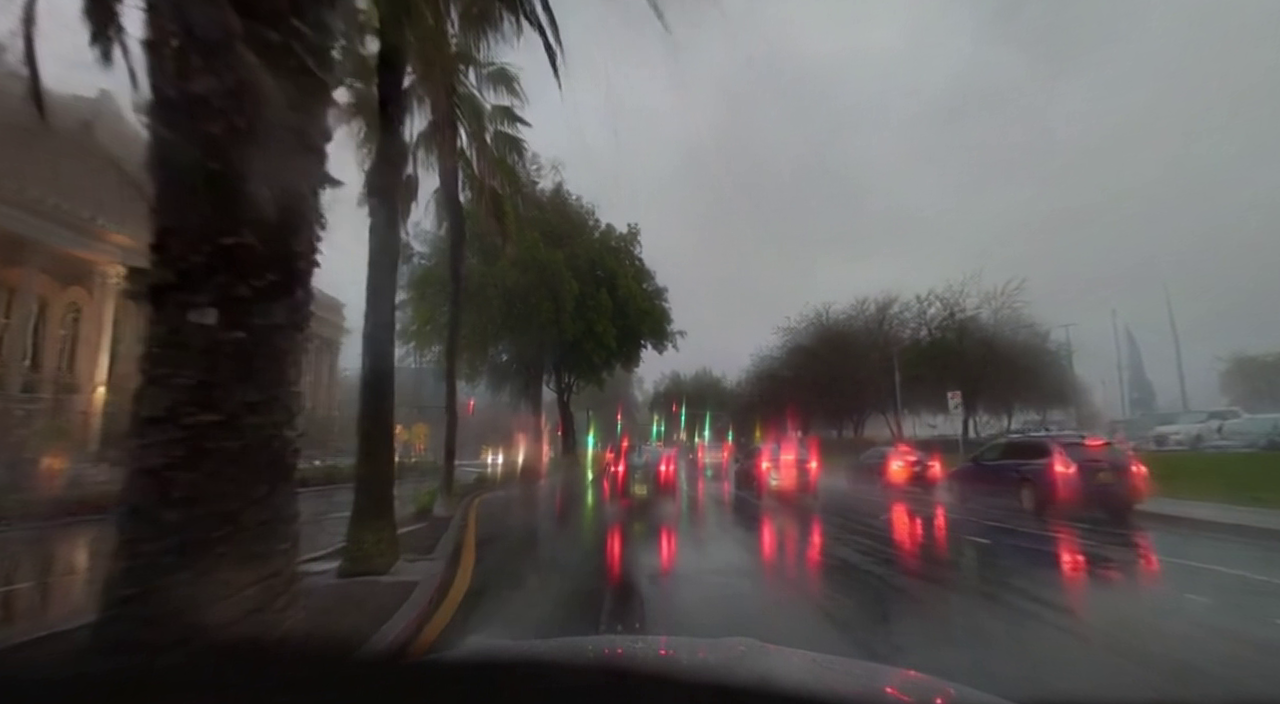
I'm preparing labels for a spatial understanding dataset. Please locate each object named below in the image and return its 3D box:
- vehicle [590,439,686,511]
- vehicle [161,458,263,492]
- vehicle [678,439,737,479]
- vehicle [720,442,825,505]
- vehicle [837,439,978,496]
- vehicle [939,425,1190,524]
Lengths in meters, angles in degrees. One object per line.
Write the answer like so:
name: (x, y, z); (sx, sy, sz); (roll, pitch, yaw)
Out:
vehicle: (-0.088, 2.898, 15.421); (2.050, 1.521, 3.747); (0, -8, -1)
vehicle: (-21.012, 6.020, 31.310); (1.856, 1.429, 4.672); (0, -8, -1)
vehicle: (3.408, 5.572, 33.511); (2.127, 1.854, 7.971); (0, -8, -1)
vehicle: (3.396, 3.184, 17.051); (1.833, 1.465, 4.258); (0, -8, -1)
vehicle: (8.182, 3.544, 19.966); (1.970, 1.559, 4.911); (0, -8, -5)
vehicle: (8.552, 2.488, 13.453); (1.994, 1.715, 4.777); (0, -8, 0)
